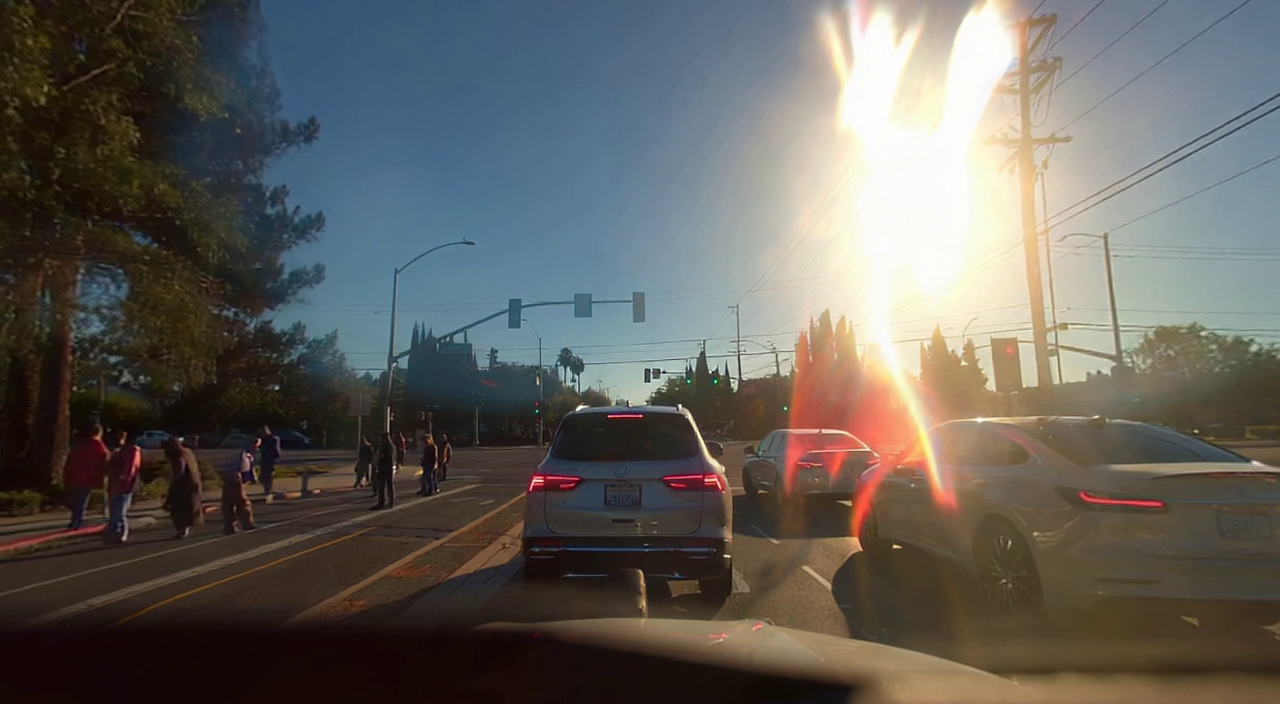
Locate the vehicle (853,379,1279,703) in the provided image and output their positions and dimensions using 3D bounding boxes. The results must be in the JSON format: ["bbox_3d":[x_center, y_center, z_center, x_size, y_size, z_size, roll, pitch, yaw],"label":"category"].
[{"bbox_3d":[3.550,1.297,5.455,1.948,1.677,4.437,0,-8,1],"label":"vehicle"}]

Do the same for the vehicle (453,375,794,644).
[{"bbox_3d":[-0.154,1.373,6.531,2.271,1.786,4.443,0,-8,-1],"label":"vehicle"}]

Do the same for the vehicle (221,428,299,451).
[{"bbox_3d":[-28.375,6.533,47.193,4.587,1.639,1.878,0,-8,0],"label":"vehicle"}]

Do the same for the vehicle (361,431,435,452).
[{"bbox_3d":[-17.755,6.557,46.353,4.607,1.478,1.995,0,-8,0],"label":"vehicle"}]
